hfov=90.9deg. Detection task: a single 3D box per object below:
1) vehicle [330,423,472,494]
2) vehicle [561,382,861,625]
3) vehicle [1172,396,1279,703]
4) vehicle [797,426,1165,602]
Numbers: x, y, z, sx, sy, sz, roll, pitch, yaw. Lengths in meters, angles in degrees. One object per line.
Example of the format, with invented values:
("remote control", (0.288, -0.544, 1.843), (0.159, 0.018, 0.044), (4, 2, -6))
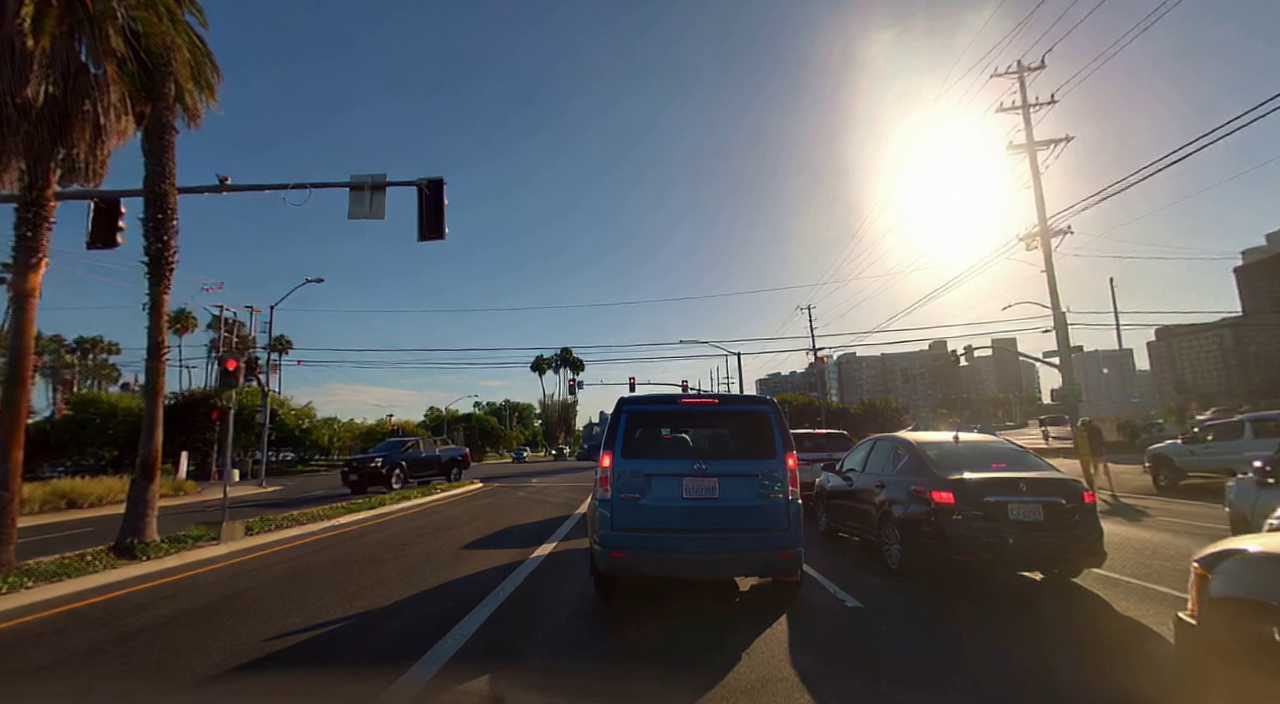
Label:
("vehicle", (-9.955, 4.502, 27.015), (2.230, 2.653, 5.869), (-3, -9, 20))
("vehicle", (0.449, 1.435, 6.888), (2.228, 1.780, 4.269), (0, -9, -2))
("vehicle", (3.348, 0.652, 0.658), (1.805, 1.485, 4.348), (0, -9, 1))
("vehicle", (3.426, 1.689, 7.509), (1.895, 1.456, 4.255), (0, -9, -2))
